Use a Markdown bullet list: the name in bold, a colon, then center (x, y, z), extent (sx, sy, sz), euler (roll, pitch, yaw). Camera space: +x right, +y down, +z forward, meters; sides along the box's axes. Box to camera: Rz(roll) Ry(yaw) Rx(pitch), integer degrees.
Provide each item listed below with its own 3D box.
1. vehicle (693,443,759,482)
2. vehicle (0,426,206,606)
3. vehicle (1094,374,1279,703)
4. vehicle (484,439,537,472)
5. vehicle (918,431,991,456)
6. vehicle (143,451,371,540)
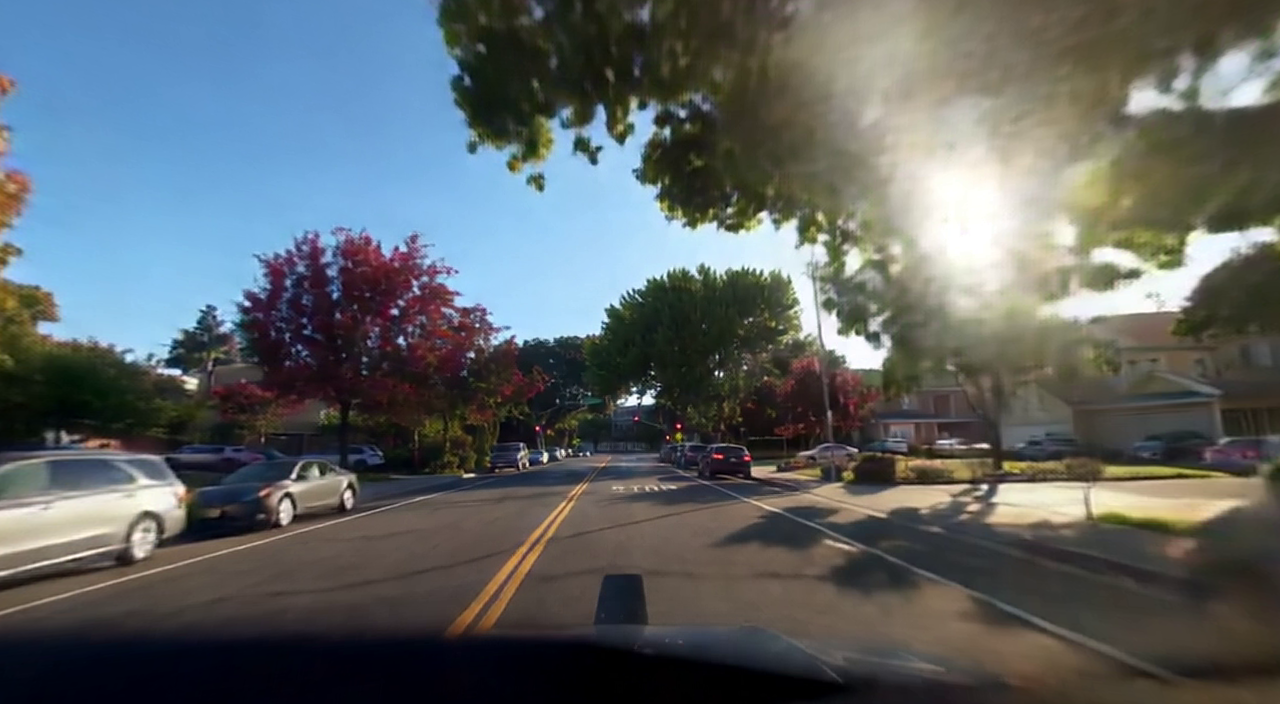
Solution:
- **vehicle**: center (3.633, 4.753, 27.584), extent (1.955, 1.536, 4.395), euler (1, -9, -4)
- **vehicle**: center (-7.217, 1.685, 6.778), extent (2.092, 1.706, 4.356), euler (0, -9, -2)
- **vehicle**: center (4.257, 0.807, 2.067), extent (1.992, 1.703, 4.503), euler (0, -9, -3)
- **vehicle**: center (-8.397, 6.744, 41.443), extent (2.420, 2.004, 5.615), euler (0, -9, -2)
- **vehicle**: center (24.393, 7.102, 49.075), extent (4.476, 1.795, 2.055), euler (-1, -9, -2)
- **vehicle**: center (-7.363, 2.751, 12.828), extent (1.954, 1.430, 4.395), euler (0, -9, -2)
